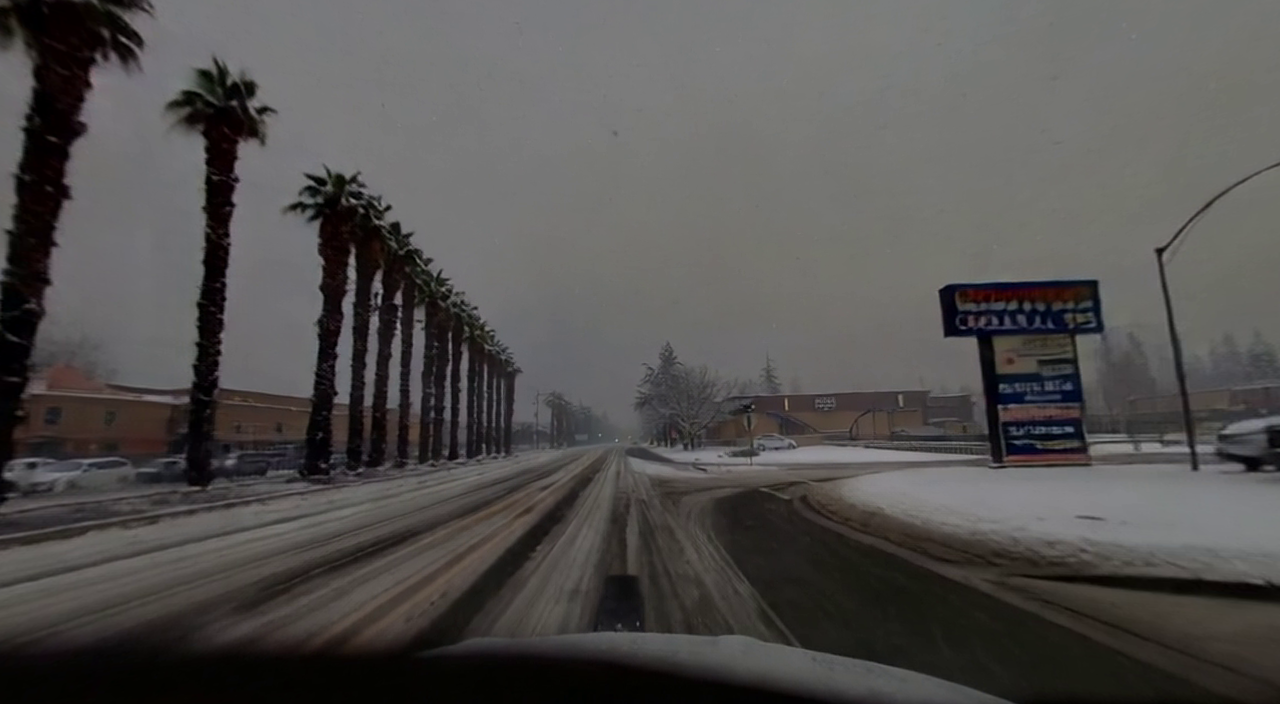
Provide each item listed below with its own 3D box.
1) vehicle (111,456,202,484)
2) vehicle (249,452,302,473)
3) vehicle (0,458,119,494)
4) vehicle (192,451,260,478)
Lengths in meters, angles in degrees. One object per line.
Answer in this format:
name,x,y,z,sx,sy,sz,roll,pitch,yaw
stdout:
vehicle,-27.975,6.820,36.755,1.807,1.446,4.605,0,-8,-2
vehicle,-28.545,8.641,49.564,1.771,1.494,4.088,0,-8,-2
vehicle,-27.474,5.808,29.908,1.861,1.474,4.719,1,-8,-4
vehicle,-28.195,7.628,43.162,1.938,1.667,4.364,1,-8,-5
